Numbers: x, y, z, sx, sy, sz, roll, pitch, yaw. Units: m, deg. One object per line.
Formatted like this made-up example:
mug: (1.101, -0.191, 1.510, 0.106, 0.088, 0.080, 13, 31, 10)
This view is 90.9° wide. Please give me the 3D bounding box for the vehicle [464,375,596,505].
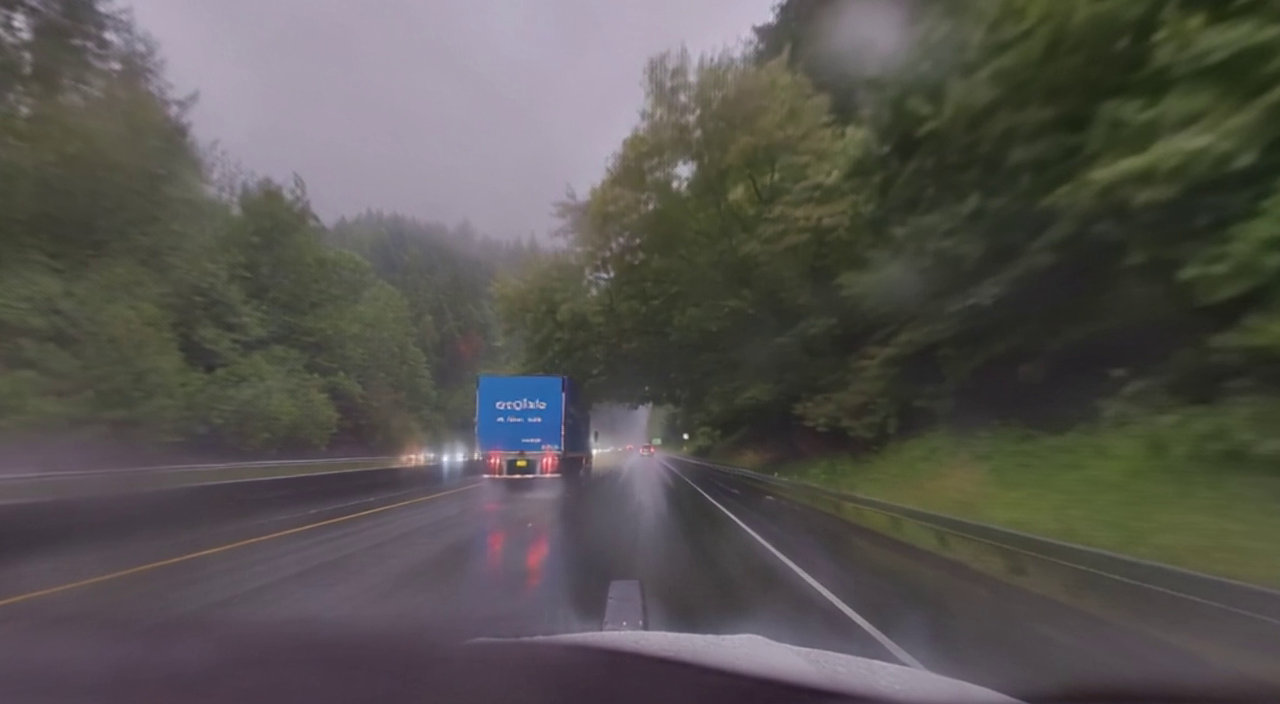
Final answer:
vehicle: (-2.907, 2.646, 18.852, 2.695, 3.151, 6.885, 0, -9, 0)
